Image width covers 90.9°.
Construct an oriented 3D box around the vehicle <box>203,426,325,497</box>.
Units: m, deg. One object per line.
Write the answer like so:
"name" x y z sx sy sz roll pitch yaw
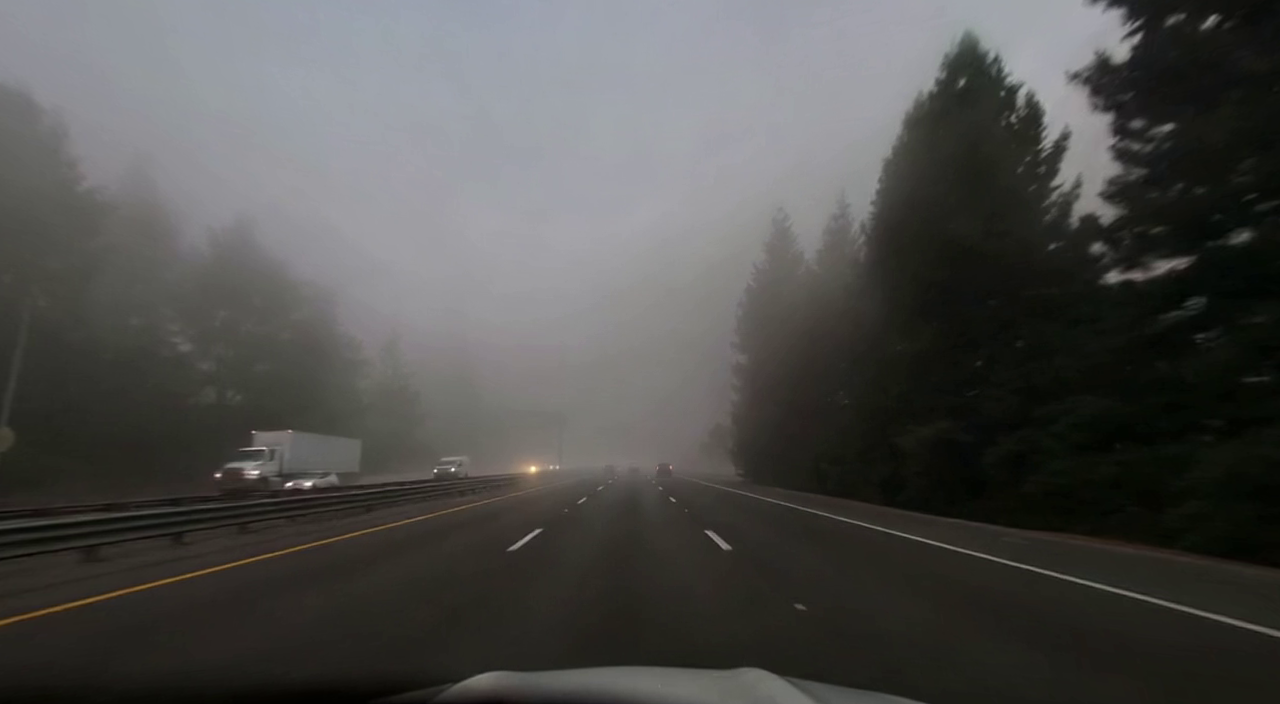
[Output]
"vehicle" -20.255 6.012 34.445 2.966 3.465 5.874 1 -10 -1
